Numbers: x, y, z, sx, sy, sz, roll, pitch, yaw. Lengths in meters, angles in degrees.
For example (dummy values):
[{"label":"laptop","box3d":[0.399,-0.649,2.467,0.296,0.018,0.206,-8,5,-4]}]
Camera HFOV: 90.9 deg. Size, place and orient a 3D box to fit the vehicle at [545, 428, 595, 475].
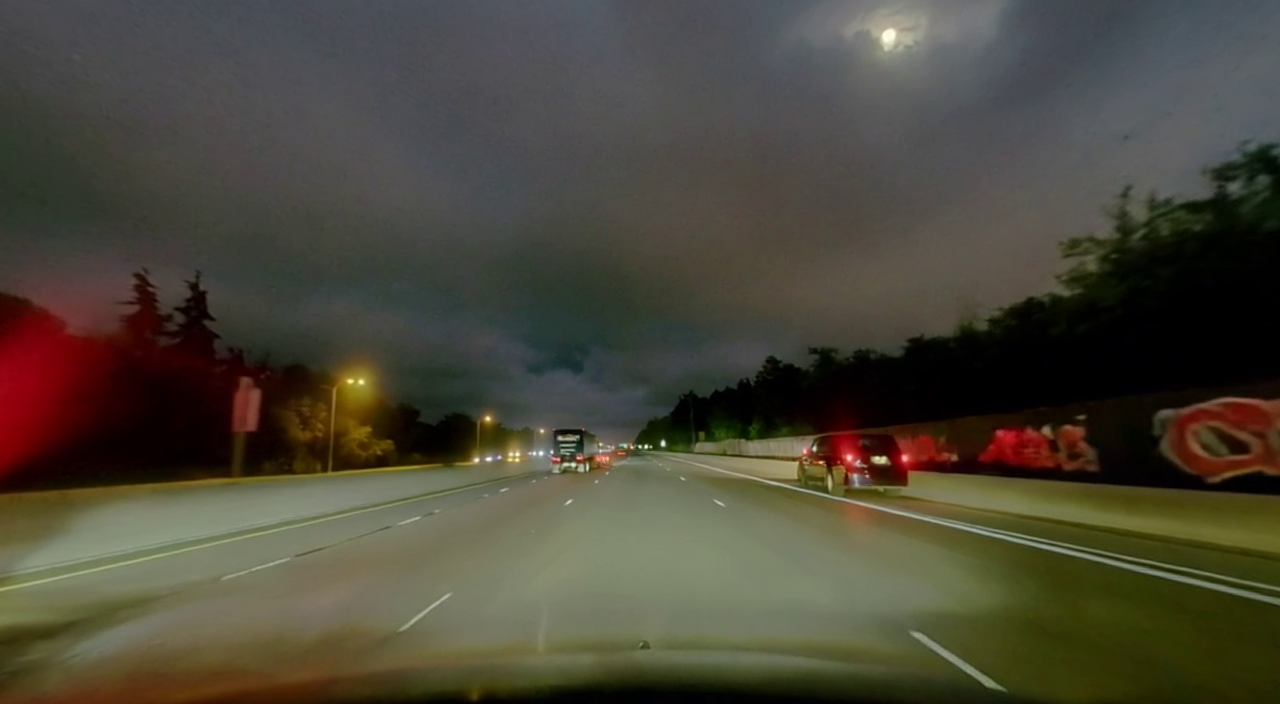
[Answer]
[{"label":"vehicle","box3d":[-4.014,5.878,37.172,2.305,2.517,5.486,0,-9,0]}]
